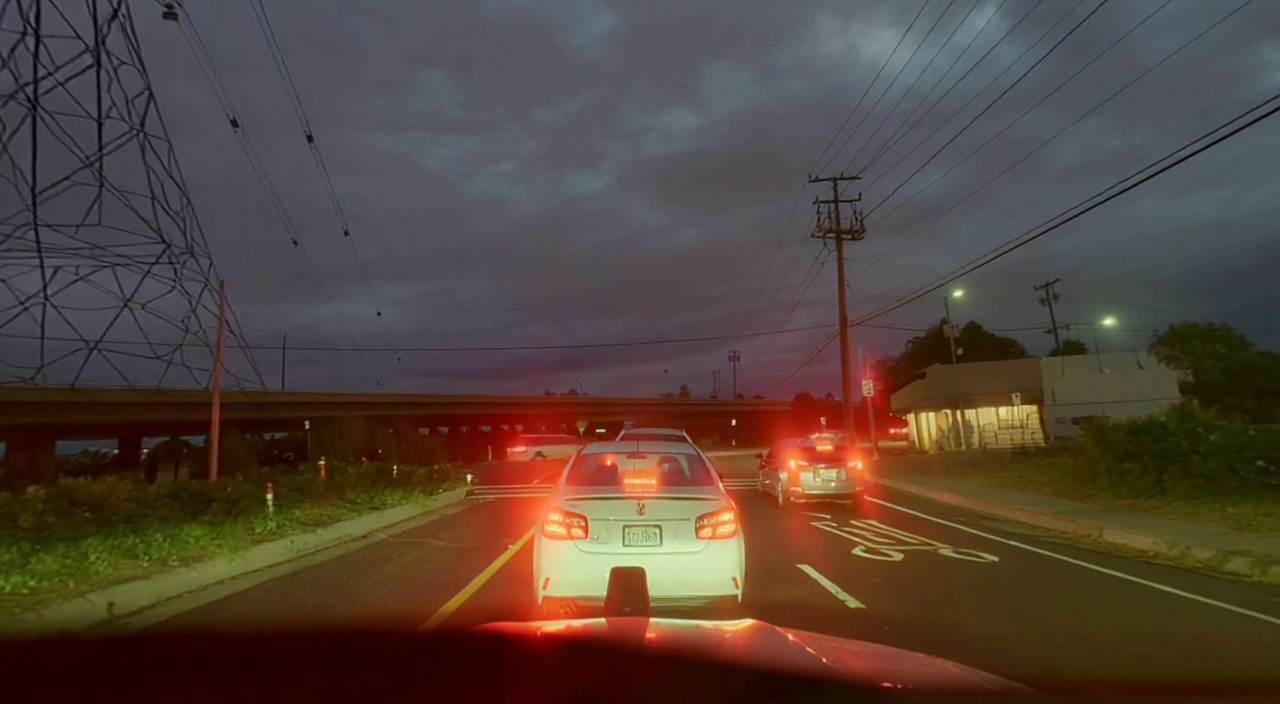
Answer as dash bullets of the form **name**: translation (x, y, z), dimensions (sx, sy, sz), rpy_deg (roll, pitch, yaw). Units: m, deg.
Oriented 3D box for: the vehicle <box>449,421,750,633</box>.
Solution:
- **vehicle**: translation (-0.245, 1.529, 6.470), dimensions (2.090, 1.458, 4.033), rpy_deg (-1, -9, 1)
